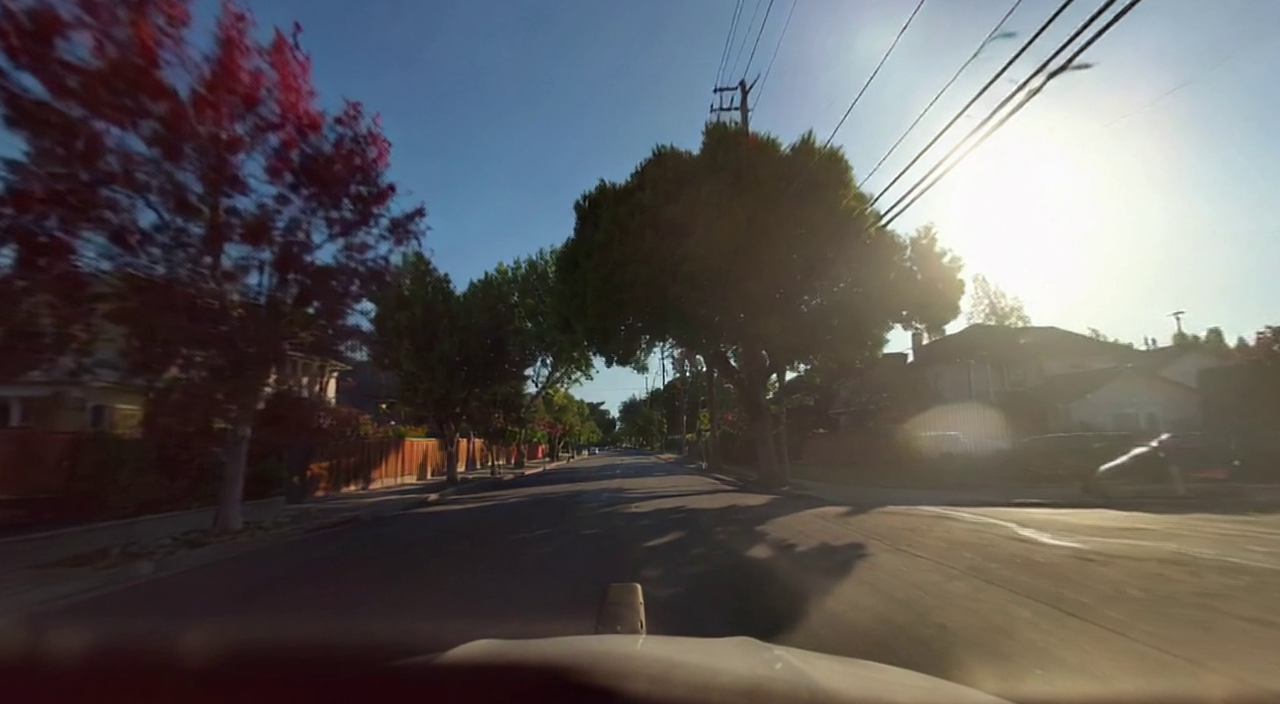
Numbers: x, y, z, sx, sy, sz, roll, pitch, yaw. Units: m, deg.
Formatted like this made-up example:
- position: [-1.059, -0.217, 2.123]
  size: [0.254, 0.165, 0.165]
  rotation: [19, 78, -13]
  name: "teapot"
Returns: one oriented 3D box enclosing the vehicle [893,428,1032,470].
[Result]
- position: [12.344, 3.744, 24.516]
  size: [4.286, 1.525, 2.219]
  rotation: [-1, -9, 10]
  name: "vehicle"
